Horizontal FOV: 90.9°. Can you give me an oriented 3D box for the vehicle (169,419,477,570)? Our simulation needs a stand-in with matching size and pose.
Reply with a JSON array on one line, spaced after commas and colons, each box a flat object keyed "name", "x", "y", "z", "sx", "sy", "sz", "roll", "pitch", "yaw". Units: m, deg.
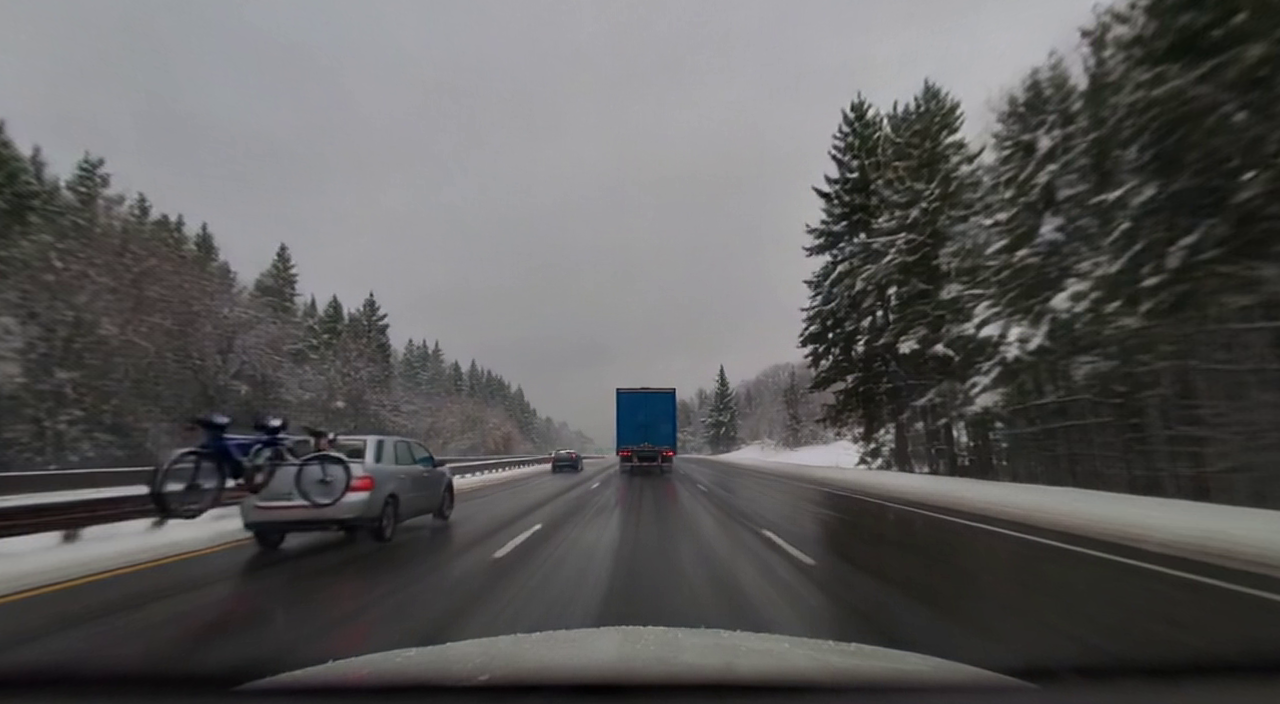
[{"name": "vehicle", "x": -4.084, "y": 1.927, "z": 9.305, "sx": 2.018, "sy": 1.632, "sz": 4.722, "roll": 0, "pitch": -9, "yaw": 1}]

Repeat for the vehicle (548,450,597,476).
[{"name": "vehicle", "x": -3.800, "y": 6.351, "z": 36.348, "sx": 2.133, "sy": 1.358, "sz": 4.870, "roll": 0, "pitch": -9, "yaw": 2}]

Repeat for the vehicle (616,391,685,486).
[{"name": "vehicle", "x": 0.560, "y": 4.232, "z": 30.364, "sx": 2.821, "sy": 3.878, "sz": 8.925, "roll": 0, "pitch": -9, "yaw": 2}]
